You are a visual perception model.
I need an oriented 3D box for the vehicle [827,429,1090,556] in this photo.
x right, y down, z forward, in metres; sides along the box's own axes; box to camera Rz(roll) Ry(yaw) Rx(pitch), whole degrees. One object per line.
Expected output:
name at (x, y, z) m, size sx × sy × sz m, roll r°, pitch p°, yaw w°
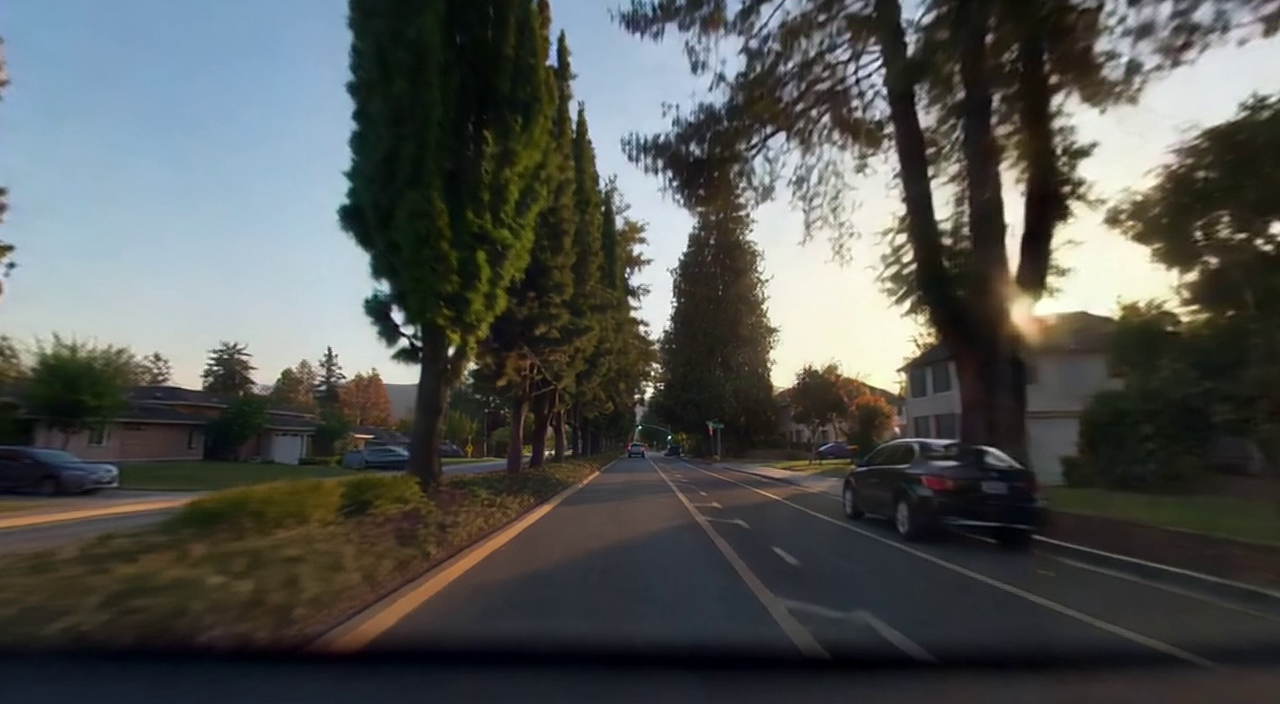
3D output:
vehicle at (4.858, 2.179, 10.641) m, size 1.967 × 1.631 × 4.692 m, roll 0°, pitch -8°, yaw 0°

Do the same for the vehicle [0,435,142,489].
vehicle at (-21.203, 3.910, 22.754) m, size 4.666 × 1.677 × 1.978 m, roll 3°, pitch -9°, yaw -2°
